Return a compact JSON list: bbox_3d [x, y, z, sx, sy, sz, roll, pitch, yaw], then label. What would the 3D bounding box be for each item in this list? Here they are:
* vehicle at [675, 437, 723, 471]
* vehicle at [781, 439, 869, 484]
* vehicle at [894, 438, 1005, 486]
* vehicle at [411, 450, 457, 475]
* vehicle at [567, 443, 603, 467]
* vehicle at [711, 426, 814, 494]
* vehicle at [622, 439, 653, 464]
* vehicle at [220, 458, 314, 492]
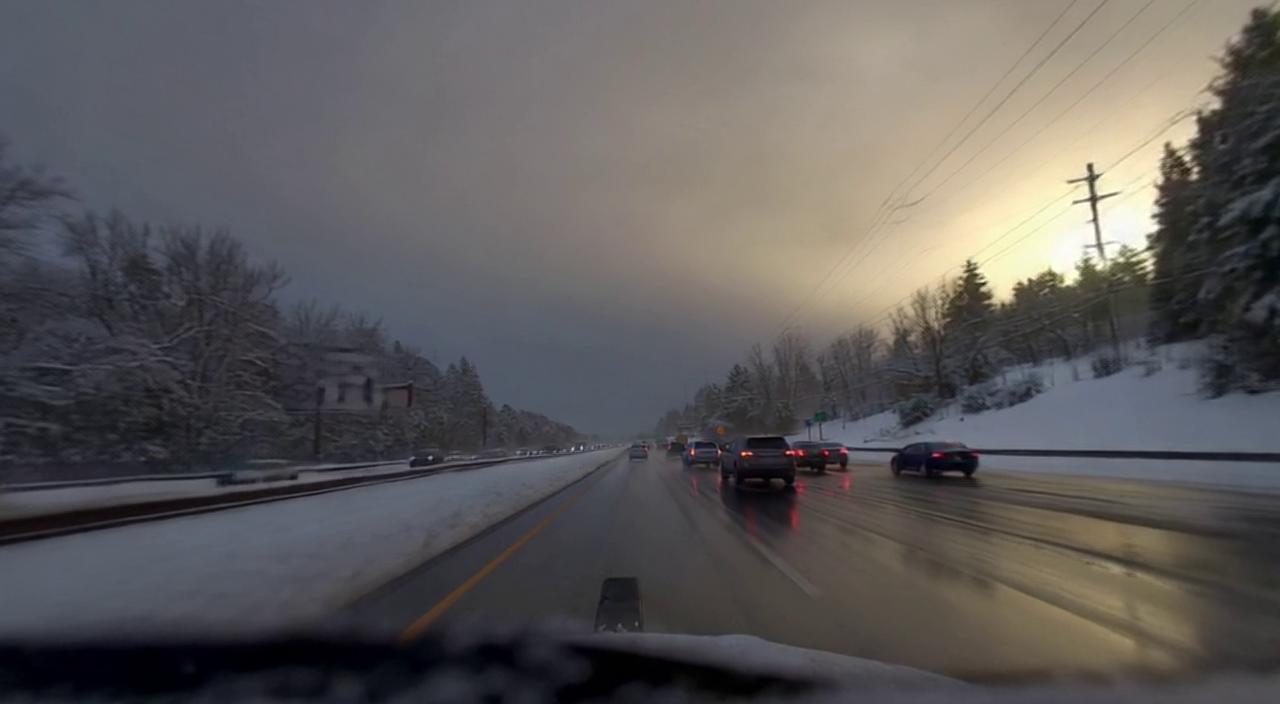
[{"bbox_3d":[3.248,5.710,35.461,2.111,1.755,4.459,0,-8,-2],"label":"vehicle"},{"bbox_3d":[6.857,4.097,23.894,1.909,1.507,4.471,0,-8,-1],"label":"vehicle"},{"bbox_3d":[10.520,3.738,21.740,1.850,1.492,3.767,0,-8,-1],"label":"vehicle"},{"bbox_3d":[-15.119,8.118,46.432,1.898,1.685,4.371,0,-8,1],"label":"vehicle"},{"bbox_3d":[-3.667,6.937,42.544,2.051,1.510,4.373,0,-8,0],"label":"vehicle"},{"bbox_3d":[3.601,3.287,19.487,2.138,1.826,4.783,0,-8,-1],"label":"vehicle"},{"bbox_3d":[-0.213,7.641,48.459,2.314,1.796,4.254,0,-8,-1],"label":"vehicle"},{"bbox_3d":[-18.998,6.267,32.341,1.941,1.477,4.644,0,-8,1],"label":"vehicle"}]
